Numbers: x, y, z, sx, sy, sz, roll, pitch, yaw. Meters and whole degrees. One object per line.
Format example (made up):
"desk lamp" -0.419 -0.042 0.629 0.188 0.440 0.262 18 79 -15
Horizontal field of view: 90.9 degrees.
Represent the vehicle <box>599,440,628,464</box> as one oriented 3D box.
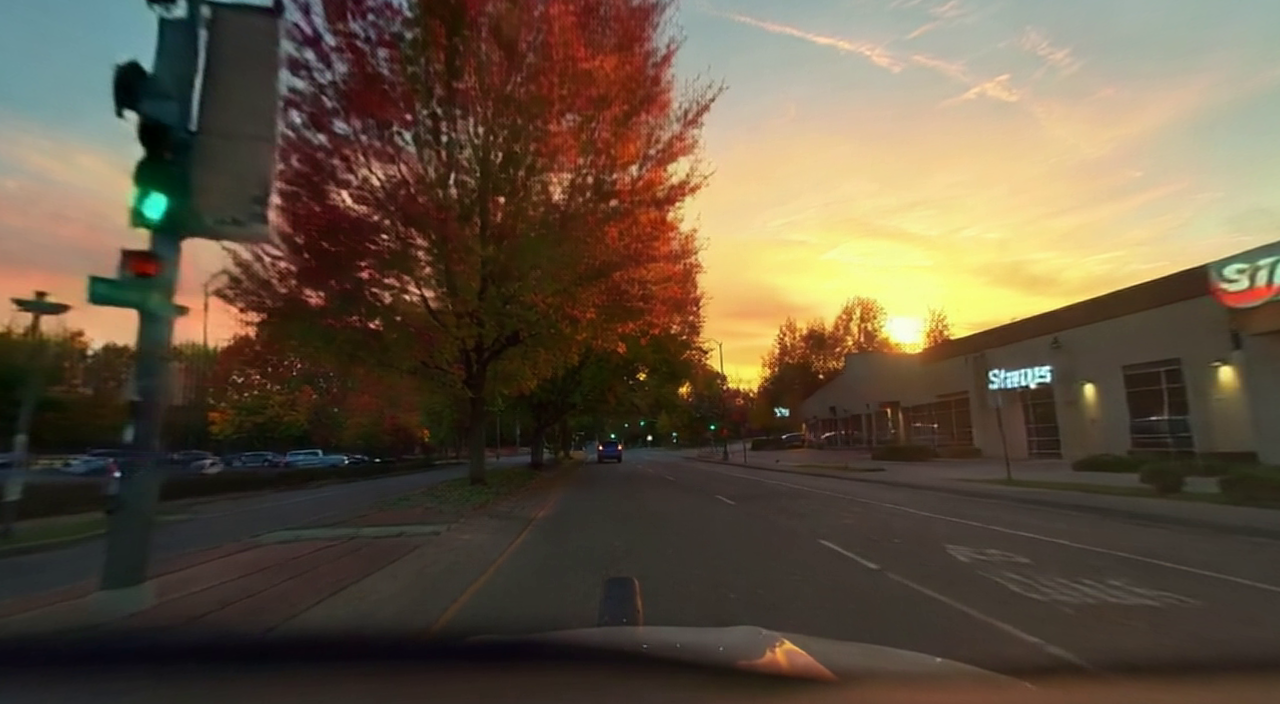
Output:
"vehicle" -2.191 7.880 49.971 2.146 1.814 5.110 0 -8 -4
